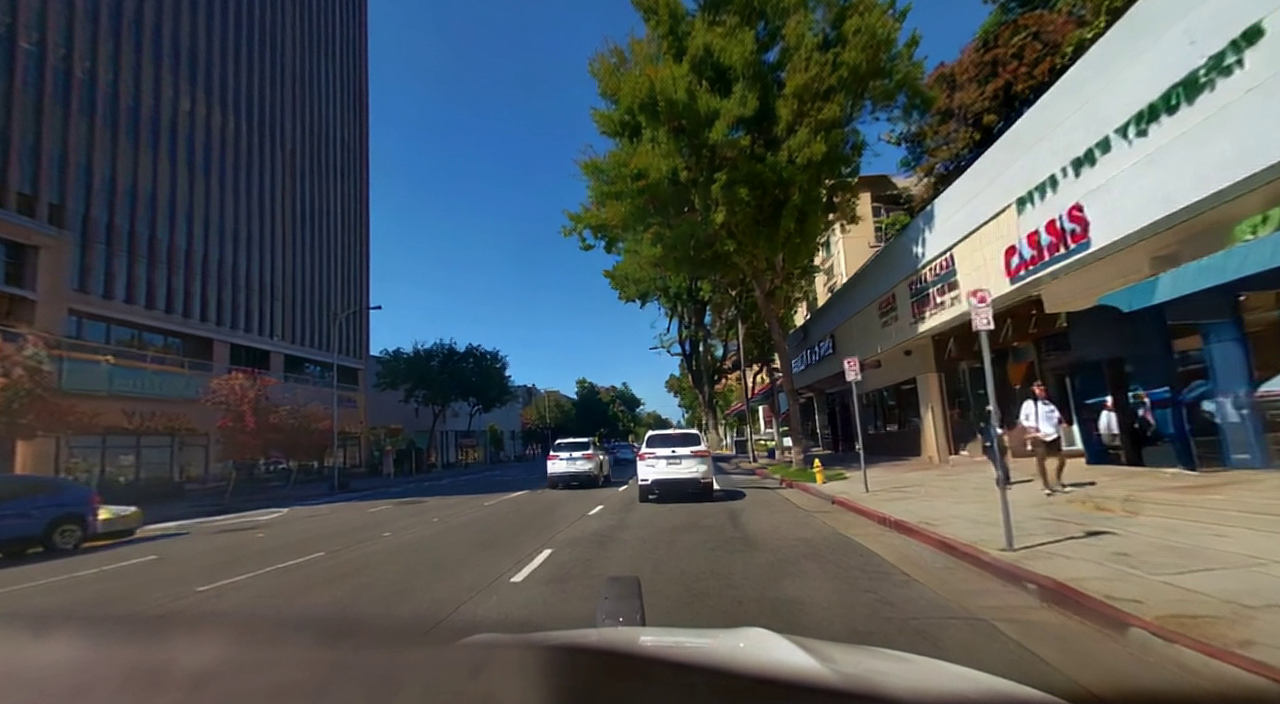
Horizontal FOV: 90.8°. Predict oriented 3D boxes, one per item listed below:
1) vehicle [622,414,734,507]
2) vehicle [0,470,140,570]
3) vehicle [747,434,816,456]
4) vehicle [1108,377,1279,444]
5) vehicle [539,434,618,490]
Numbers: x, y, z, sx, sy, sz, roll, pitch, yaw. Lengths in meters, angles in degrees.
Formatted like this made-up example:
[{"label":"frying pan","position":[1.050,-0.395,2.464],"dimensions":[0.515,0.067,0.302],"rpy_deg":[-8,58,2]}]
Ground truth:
[{"label":"vehicle","position":[0.890,2.658,15.835],"dimensions":[2.352,1.953,4.796],"rpy_deg":[-1,-8,2]},{"label":"vehicle","position":[-11.587,2.824,10.393],"dimensions":[2.103,1.514,5.374],"rpy_deg":[-1,-9,4]},{"label":"vehicle","position":[10.054,6.633,45.132],"dimensions":[4.426,1.490,1.862],"rpy_deg":[-1,-8,2]},{"label":"vehicle","position":[13.408,1.358,14.275],"dimensions":[4.189,1.395,1.725],"rpy_deg":[-1,-8,2]},{"label":"vehicle","position":[-1.961,3.722,21.596],"dimensions":[2.023,1.702,4.152],"rpy_deg":[-1,-9,4]}]
